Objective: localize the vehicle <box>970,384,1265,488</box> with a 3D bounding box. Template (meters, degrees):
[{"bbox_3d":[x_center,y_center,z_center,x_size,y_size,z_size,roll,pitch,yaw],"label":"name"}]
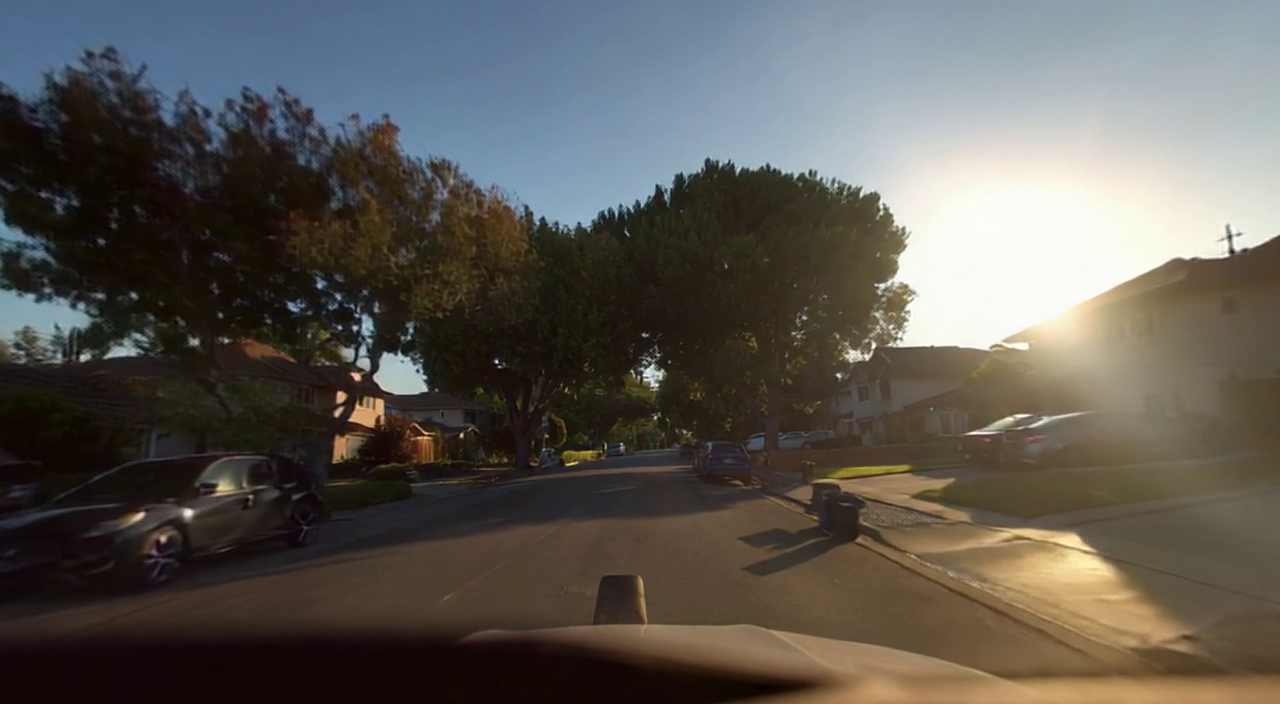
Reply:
[{"bbox_3d":[11.115,2.018,15.018,5.097,1.824,2.113,-5,-9,1],"label":"vehicle"}]

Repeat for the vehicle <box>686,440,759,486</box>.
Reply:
[{"bbox_3d":[2.832,3.915,22.533,2.006,1.494,4.211,0,-8,0],"label":"vehicle"}]

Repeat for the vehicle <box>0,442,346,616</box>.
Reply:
[{"bbox_3d":[-6.013,2.016,8.292,1.995,1.608,4.596,0,-8,1],"label":"vehicle"}]

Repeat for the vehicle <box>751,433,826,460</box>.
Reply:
[{"bbox_3d":[10.416,6.659,44.304,4.710,1.512,1.894,-5,-9,1],"label":"vehicle"}]
